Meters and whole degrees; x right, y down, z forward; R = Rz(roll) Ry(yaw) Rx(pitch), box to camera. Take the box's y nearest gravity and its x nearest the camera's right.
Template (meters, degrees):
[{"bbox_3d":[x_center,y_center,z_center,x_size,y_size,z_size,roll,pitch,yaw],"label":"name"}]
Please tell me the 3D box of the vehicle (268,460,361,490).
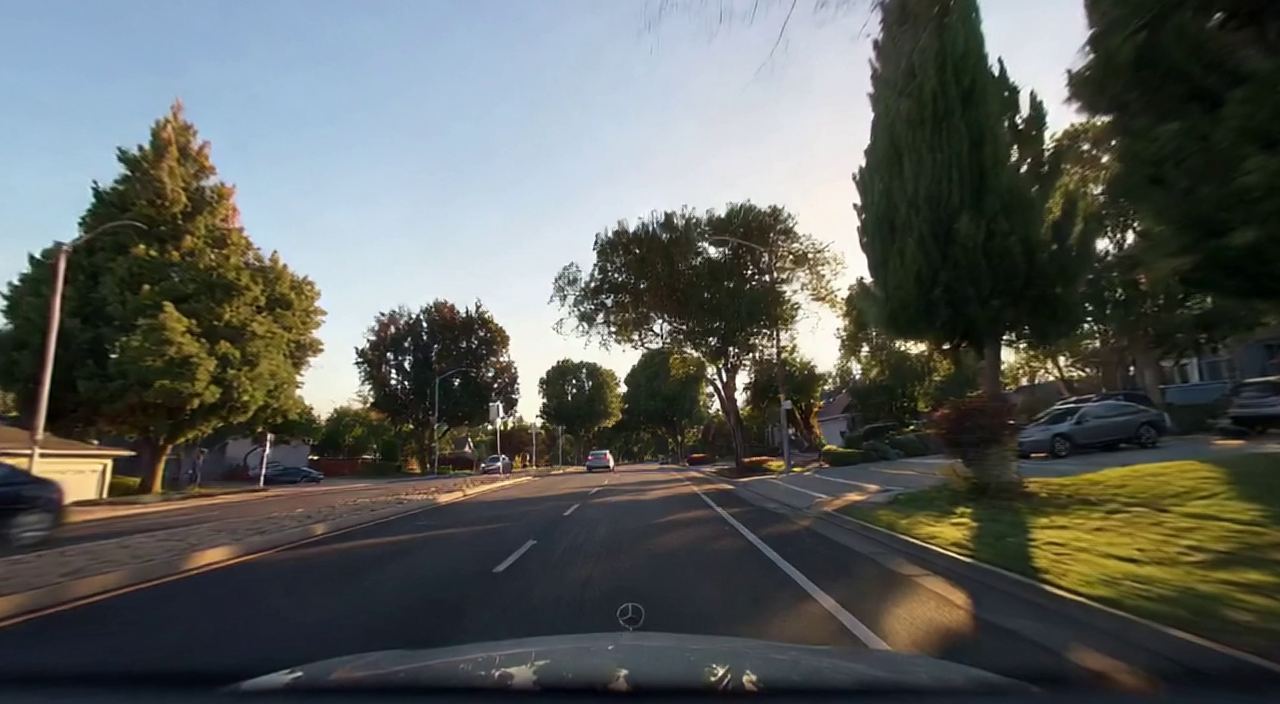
[{"bbox_3d":[-19.538,7.374,37.956,4.553,1.681,1.931,-1,-8,3],"label":"vehicle"}]
